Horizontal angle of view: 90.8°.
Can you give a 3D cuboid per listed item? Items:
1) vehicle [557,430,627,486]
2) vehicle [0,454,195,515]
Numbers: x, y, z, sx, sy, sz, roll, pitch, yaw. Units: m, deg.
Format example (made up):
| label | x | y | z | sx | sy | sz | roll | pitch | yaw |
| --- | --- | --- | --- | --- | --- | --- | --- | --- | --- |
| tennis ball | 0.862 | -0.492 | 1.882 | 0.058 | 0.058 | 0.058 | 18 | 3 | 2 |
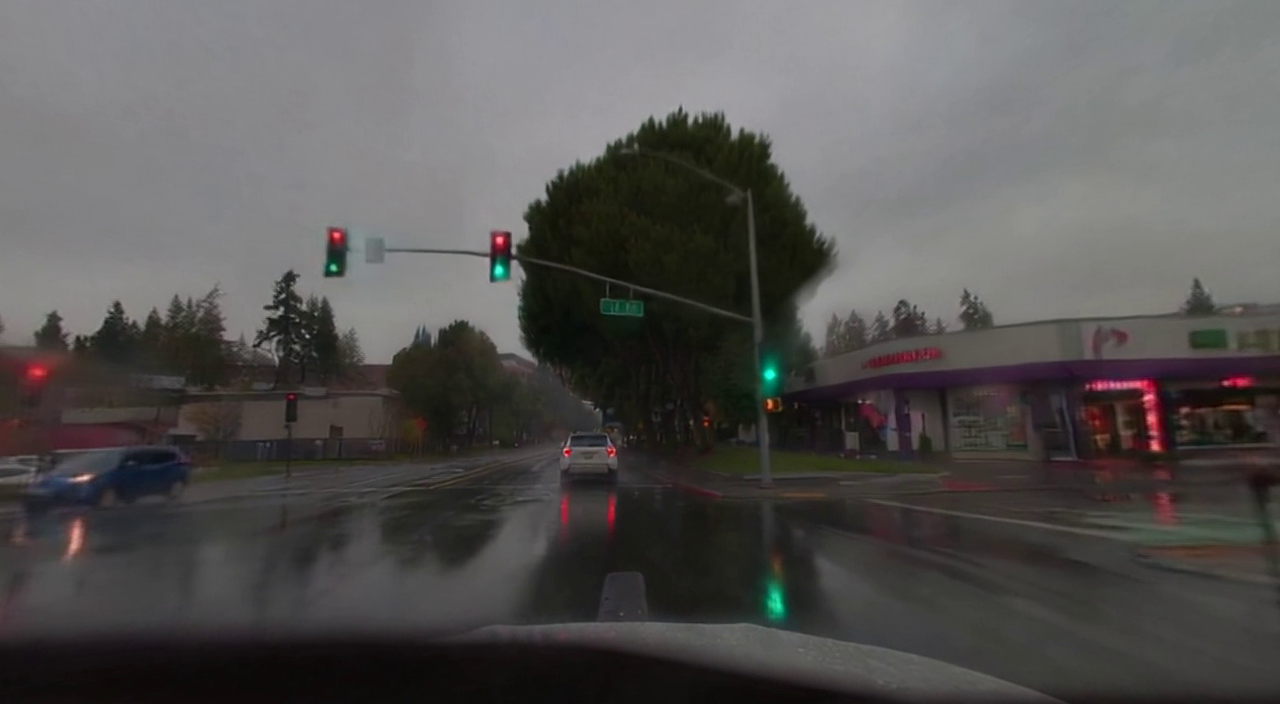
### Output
| label | x | y | z | sx | sy | sz | roll | pitch | yaw |
| --- | --- | --- | --- | --- | --- | --- | --- | --- | --- |
| vehicle | -1.650 | 3.654 | 22.085 | 2.227 | 1.733 | 3.930 | 0 | -8 | -4 |
| vehicle | -16.149 | 3.834 | 18.882 | 1.873 | 1.483 | 4.657 | -1 | -8 | 7 |
